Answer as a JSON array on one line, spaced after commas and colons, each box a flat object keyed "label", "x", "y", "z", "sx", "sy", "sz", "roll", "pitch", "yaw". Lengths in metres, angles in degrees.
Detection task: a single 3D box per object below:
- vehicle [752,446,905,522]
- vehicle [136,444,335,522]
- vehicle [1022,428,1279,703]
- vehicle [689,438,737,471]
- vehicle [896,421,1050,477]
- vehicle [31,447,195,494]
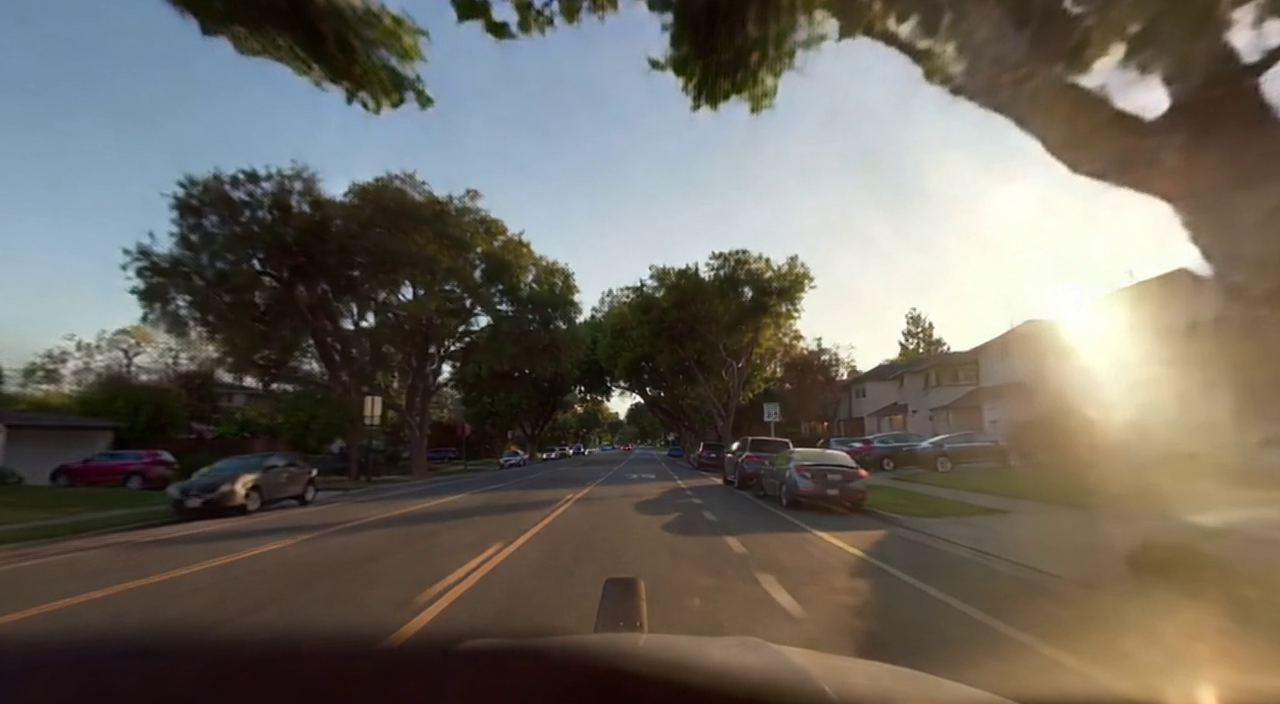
[{"label": "vehicle", "x": 4.119, "y": 2.946, "z": 14.830, "sx": 2.087, "sy": 1.454, "sz": 4.914, "roll": 0, "pitch": -8, "yaw": 0}, {"label": "vehicle", "x": -10.728, "y": 3.500, "z": 17.404, "sx": 2.093, "sy": 1.767, "sz": 5.120, "roll": -1, "pitch": -9, "yaw": 0}, {"label": "vehicle", "x": 3.848, "y": 1.017, "z": 2.193, "sx": 2.137, "sy": 1.515, "sz": 4.534, "roll": 0, "pitch": -8, "yaw": -1}, {"label": "vehicle", "x": 4.264, "y": 6.113, "z": 37.797, "sx": 2.254, "sy": 1.812, "sz": 4.817, "roll": 0, "pitch": -8, "yaw": -1}, {"label": "vehicle", "x": 12.001, "y": 3.540, "z": 23.032, "sx": 4.415, "sy": 1.705, "sz": 1.914, "roll": -4, "pitch": -9, "yaw": 4}, {"label": "vehicle", "x": -19.998, "y": 4.473, "z": 24.123, "sx": 4.509, "sy": 1.698, "sz": 1.890, "roll": 0, "pitch": -8, "yaw": 1}]
